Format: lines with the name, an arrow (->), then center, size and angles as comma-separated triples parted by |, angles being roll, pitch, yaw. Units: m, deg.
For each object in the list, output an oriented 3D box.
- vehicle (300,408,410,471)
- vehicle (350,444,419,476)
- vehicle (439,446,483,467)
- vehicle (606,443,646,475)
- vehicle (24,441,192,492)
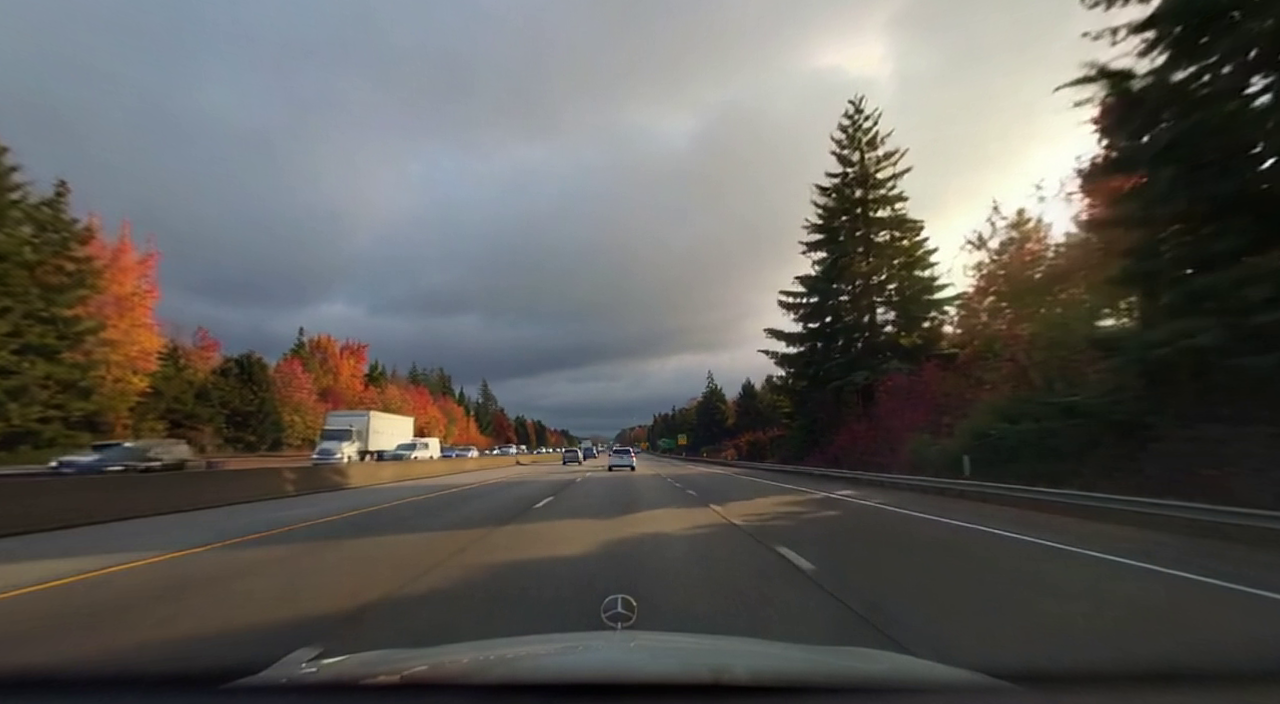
vehicle -> -18.670, 5.943, 42.102 | 2.988, 3.698, 10.089 | 0, -9, -2
vehicle -> -12.876, 5.453, 31.883 | 1.881, 1.507, 3.991 | 0, -9, -1
vehicle -> -13.428, 7.869, 47.279 | 1.946, 1.512, 4.747 | 0, -9, -1
vehicle -> -0.781, 5.983, 35.196 | 2.115, 1.661, 4.049 | 0, -9, -2
vehicle -> -17.811, 3.833, 21.337 | 1.850, 1.509, 4.482 | 0, -9, -1
